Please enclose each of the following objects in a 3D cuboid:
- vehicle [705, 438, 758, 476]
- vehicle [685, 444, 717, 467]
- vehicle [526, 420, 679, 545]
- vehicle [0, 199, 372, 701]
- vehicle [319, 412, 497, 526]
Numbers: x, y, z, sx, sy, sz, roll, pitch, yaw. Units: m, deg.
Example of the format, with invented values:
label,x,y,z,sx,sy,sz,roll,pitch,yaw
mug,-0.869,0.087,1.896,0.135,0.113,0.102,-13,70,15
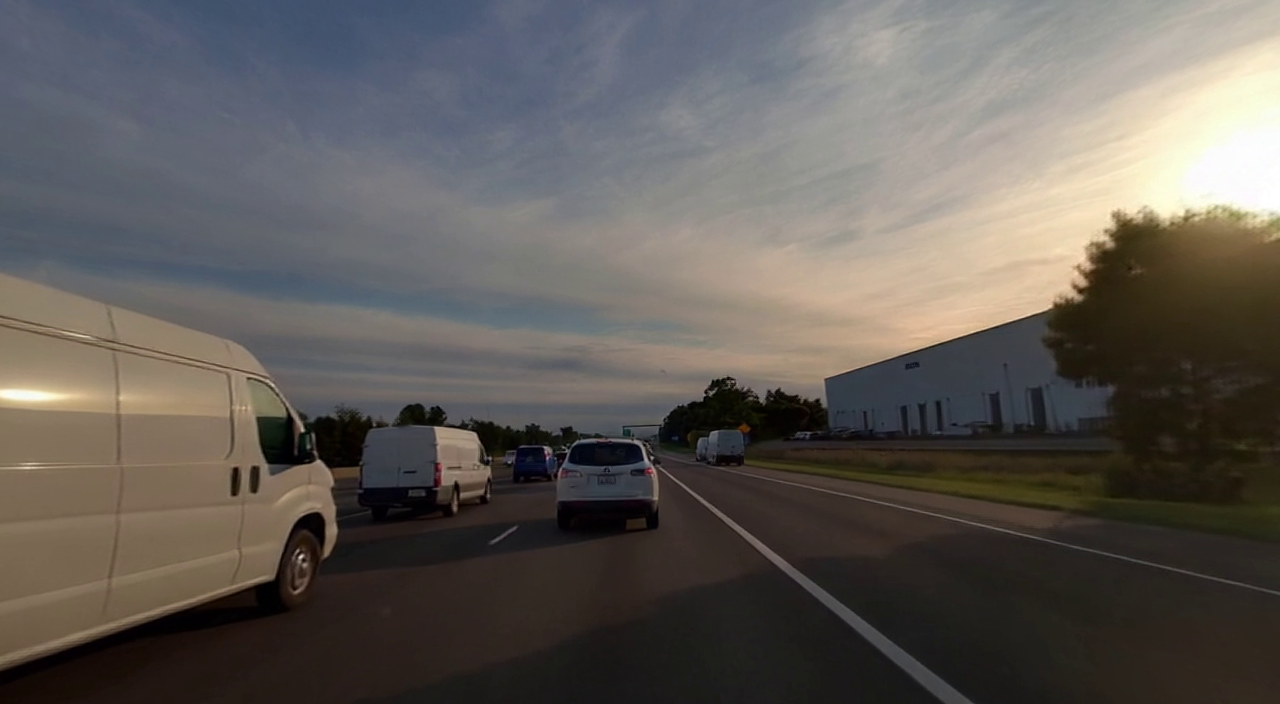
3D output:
label,x,y,z,sx,sy,sz,roll,pitch,yaw
vehicle,4.501,5.230,31.646,2.003,1.754,4.134,0,-9,-1
vehicle,4.303,7.401,45.180,1.874,1.512,3.723,0,-9,-1
vehicle,-0.520,2.097,10.645,2.093,1.695,3.782,0,-9,0
vehicle,-4.505,0.677,4.341,2.248,2.626,6.837,0,-9,0
vehicle,-4.598,2.401,13.397,2.043,1.987,4.486,0,-9,0
